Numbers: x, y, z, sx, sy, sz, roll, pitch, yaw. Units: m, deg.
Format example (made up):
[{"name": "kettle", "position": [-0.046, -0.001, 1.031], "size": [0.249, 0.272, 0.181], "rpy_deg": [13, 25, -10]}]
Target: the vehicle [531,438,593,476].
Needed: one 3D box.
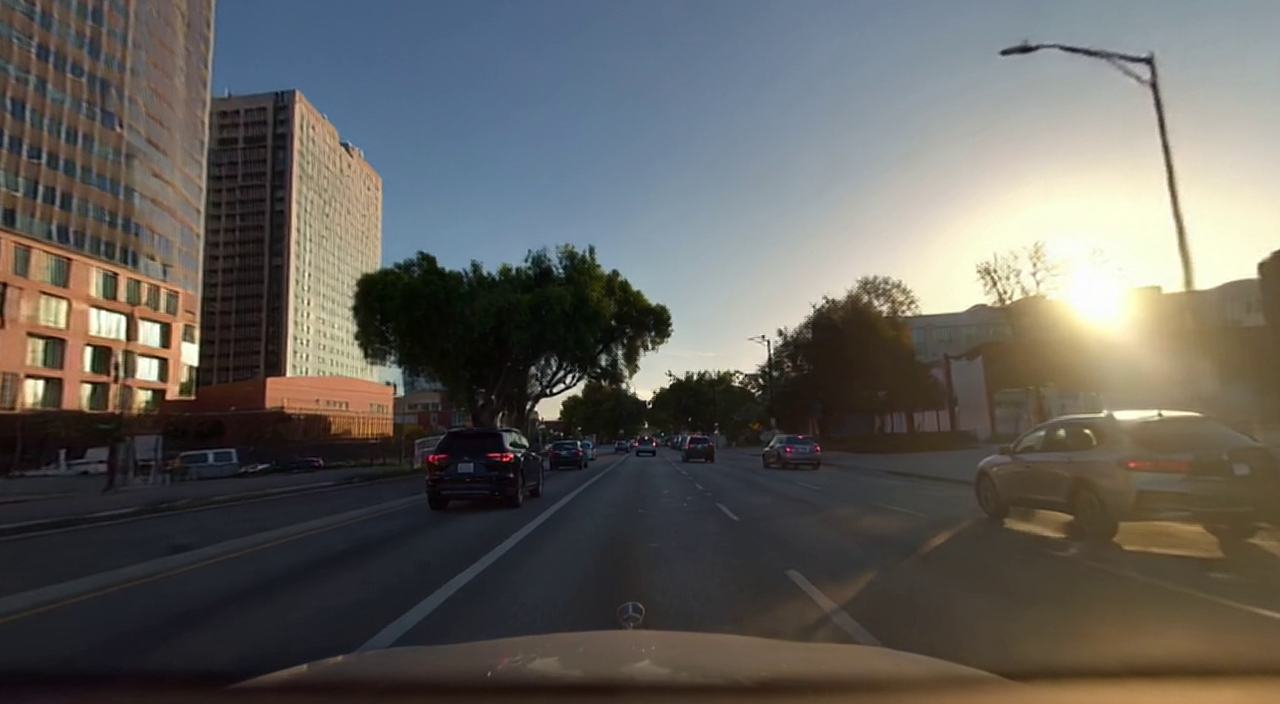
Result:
[{"name": "vehicle", "position": [-3.300, 4.542, 27.499], "size": [2.036, 1.465, 4.301], "rpy_deg": [-1, -8, 1]}]

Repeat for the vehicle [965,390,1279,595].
[{"name": "vehicle", "position": [6.010, 1.472, 7.455], "size": [2.088, 1.666, 4.512], "rpy_deg": [-1, -8, 3]}]

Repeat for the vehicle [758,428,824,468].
[{"name": "vehicle", "position": [7.291, 4.705, 30.868], "size": [2.076, 1.793, 4.464], "rpy_deg": [0, -8, 0]}]

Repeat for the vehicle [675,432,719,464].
[{"name": "vehicle", "position": [3.414, 5.918, 38.840], "size": [2.178, 1.804, 4.766], "rpy_deg": [0, -8, -1]}]

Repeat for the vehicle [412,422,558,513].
[{"name": "vehicle", "position": [-3.238, 2.523, 14.247], "size": [2.141, 1.719, 4.379], "rpy_deg": [0, -8, 1]}]
